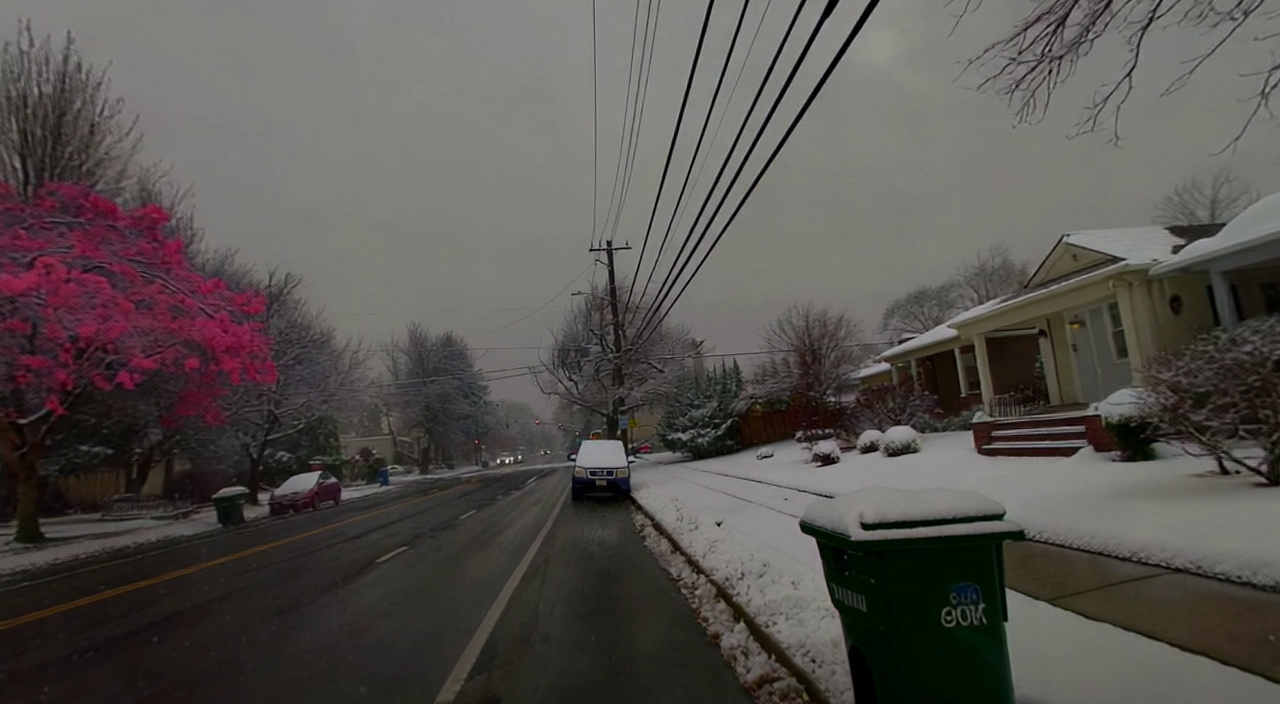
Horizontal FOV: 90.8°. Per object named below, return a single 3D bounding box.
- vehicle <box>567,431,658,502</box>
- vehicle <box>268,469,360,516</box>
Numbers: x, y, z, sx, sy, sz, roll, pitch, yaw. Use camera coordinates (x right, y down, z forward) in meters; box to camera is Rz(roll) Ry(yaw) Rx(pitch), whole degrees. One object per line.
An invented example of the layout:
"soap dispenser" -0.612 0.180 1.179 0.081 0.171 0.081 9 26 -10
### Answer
"vehicle" -0.826 3.074 17.384 2.190 1.708 4.115 0 -8 -4
"vehicle" -13.767 5.917 26.975 1.982 1.660 4.142 1 -8 -5
